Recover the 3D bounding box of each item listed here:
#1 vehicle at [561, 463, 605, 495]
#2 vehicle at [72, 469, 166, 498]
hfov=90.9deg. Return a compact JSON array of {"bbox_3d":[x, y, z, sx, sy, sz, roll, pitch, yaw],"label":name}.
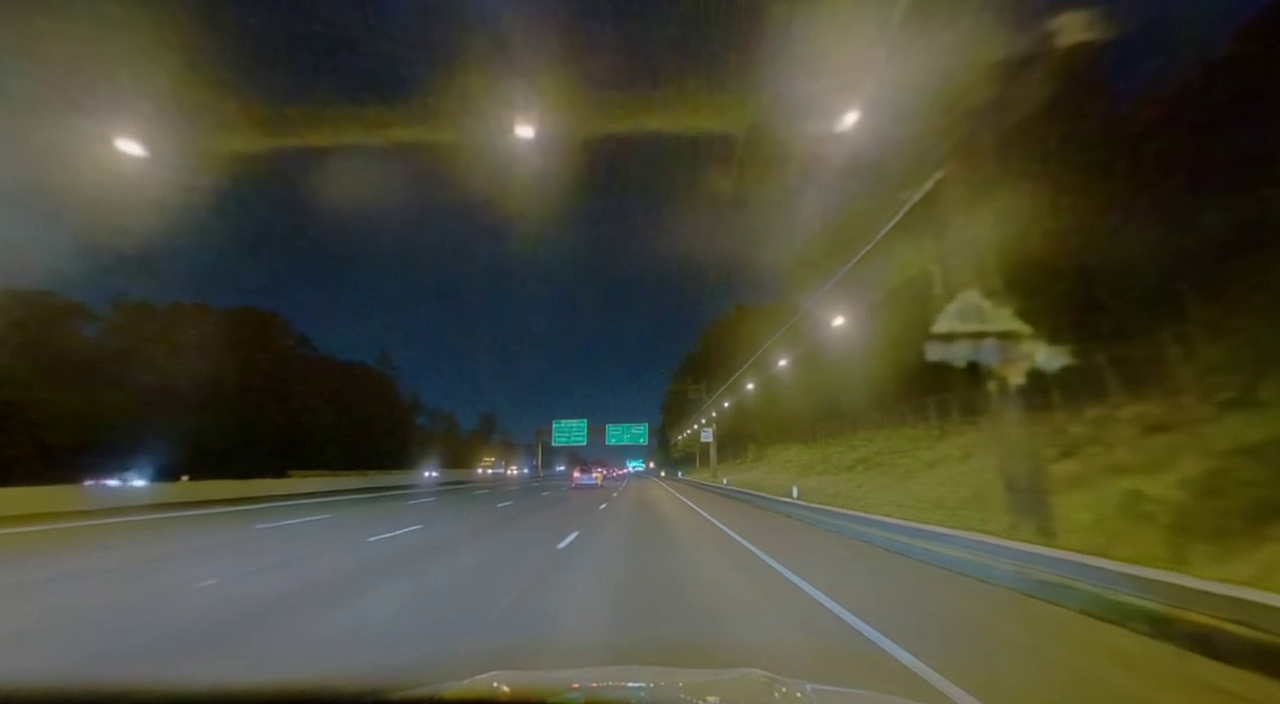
[{"bbox_3d":[-3.163,7.193,35.667,2.092,1.642,3.895,1,-11,0],"label":"vehicle"},{"bbox_3d":[-29.477,7.438,35.796,1.813,1.479,4.028,1,-11,0],"label":"vehicle"}]
